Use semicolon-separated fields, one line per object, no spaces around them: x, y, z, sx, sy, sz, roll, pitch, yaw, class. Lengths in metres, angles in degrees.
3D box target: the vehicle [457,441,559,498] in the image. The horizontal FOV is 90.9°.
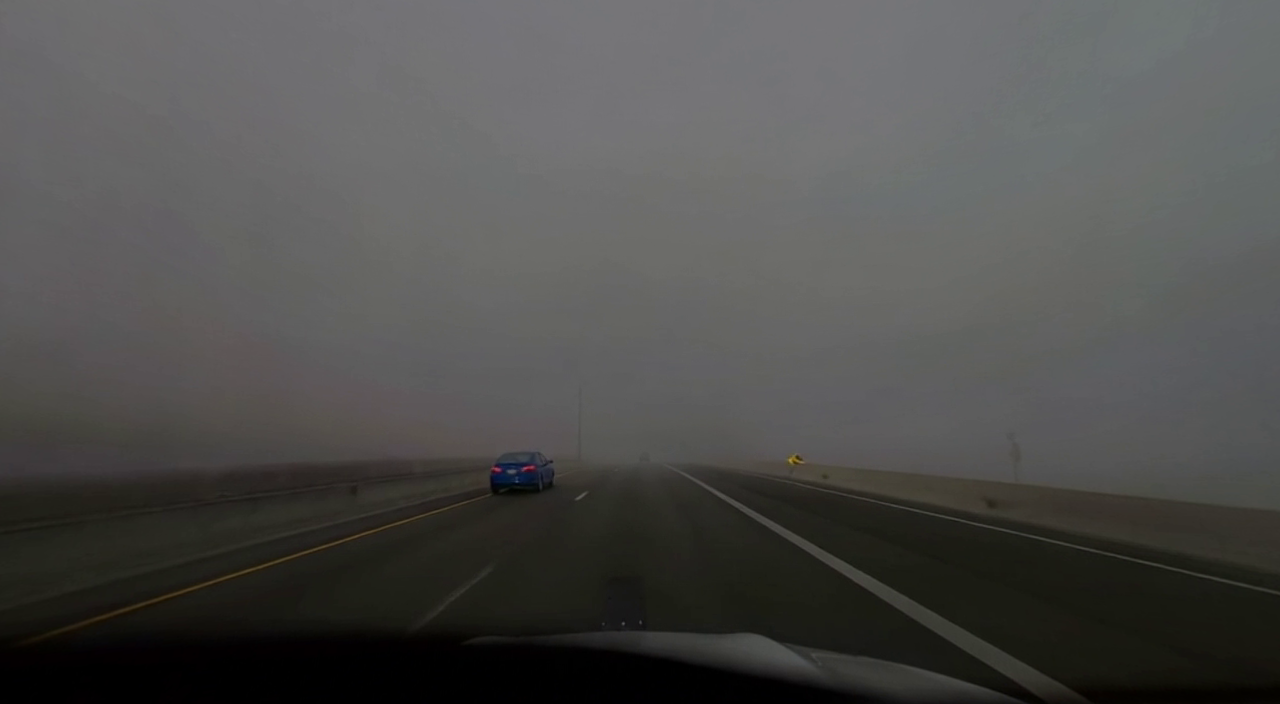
-3.975;3.641;19.880;2.160;1.552;4.592;0;-9;1;vehicle
